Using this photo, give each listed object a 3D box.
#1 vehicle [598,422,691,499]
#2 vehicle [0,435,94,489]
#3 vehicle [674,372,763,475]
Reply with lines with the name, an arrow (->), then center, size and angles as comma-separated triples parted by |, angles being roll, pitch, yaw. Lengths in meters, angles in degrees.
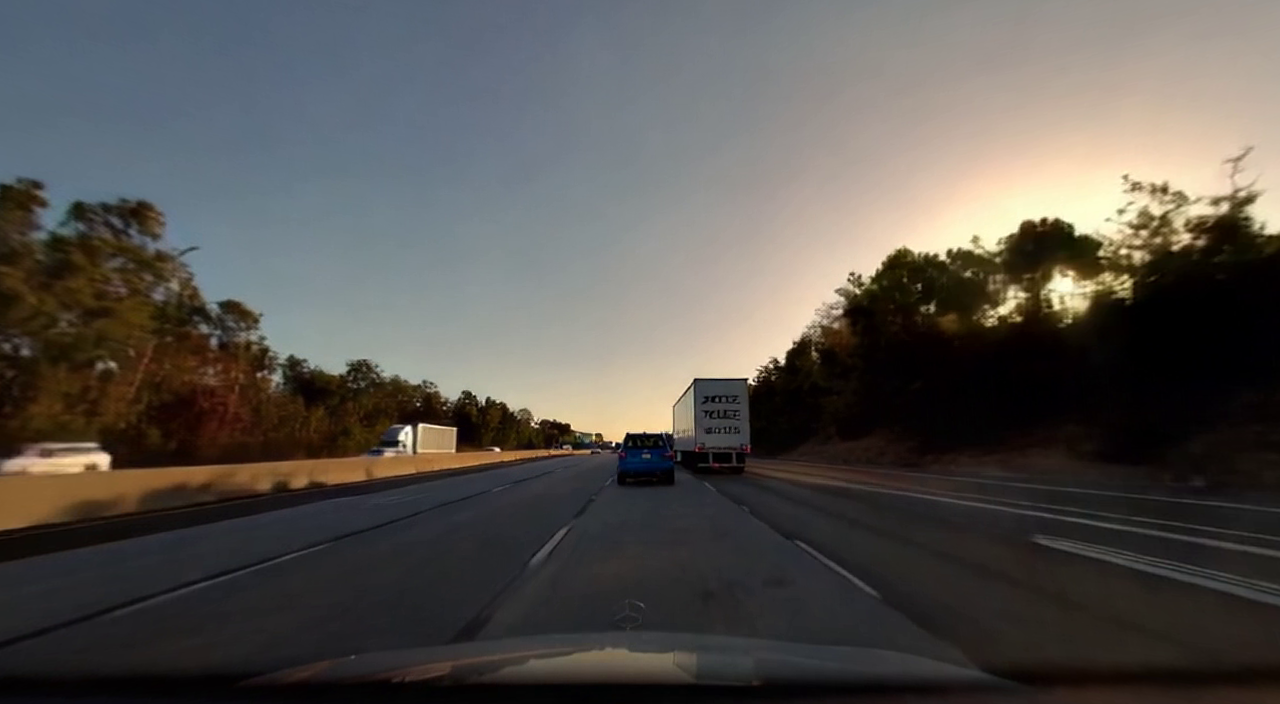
vehicle -> 0.126, 2.750, 16.202 | 2.054, 1.706, 4.201 | 0, -8, 1
vehicle -> -25.763, 4.403, 25.264 | 2.238, 2.078, 5.872 | 0, -8, 1
vehicle -> 3.582, 4.044, 33.251 | 2.909, 4.135, 15.820 | 0, -8, 1
